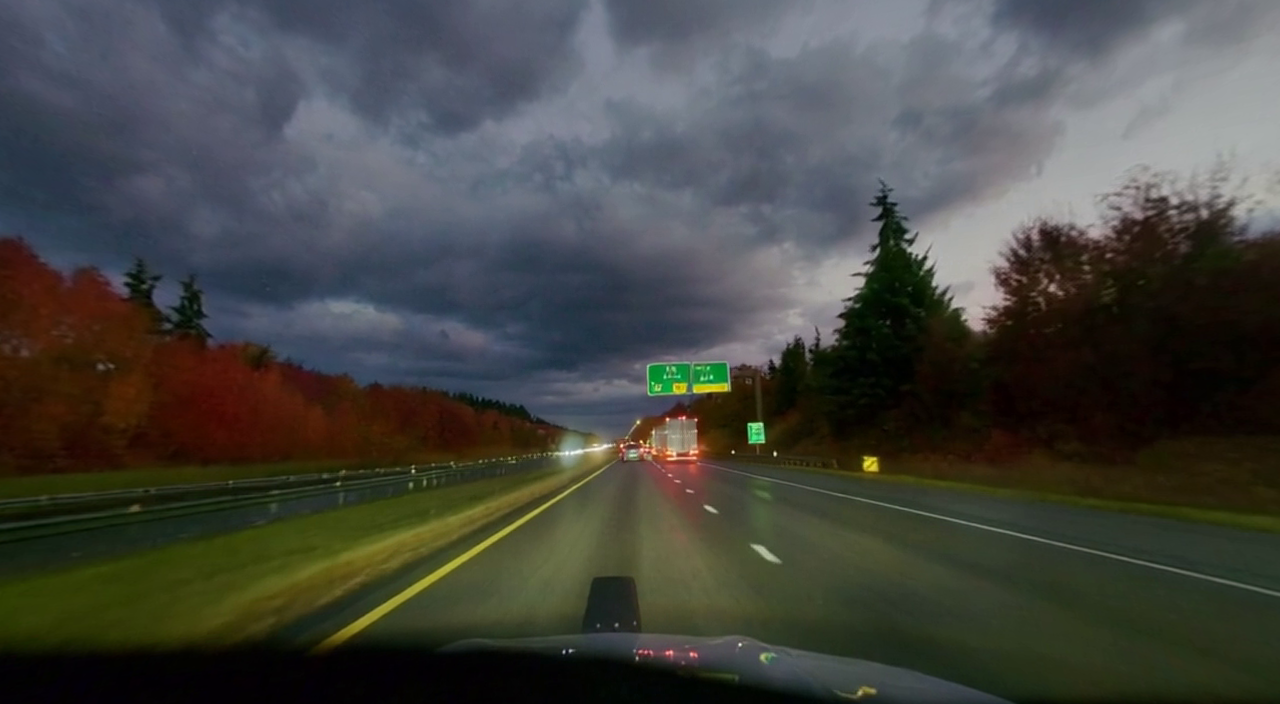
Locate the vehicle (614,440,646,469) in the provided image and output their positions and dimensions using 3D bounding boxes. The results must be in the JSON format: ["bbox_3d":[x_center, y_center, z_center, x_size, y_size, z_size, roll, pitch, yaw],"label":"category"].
[{"bbox_3d":[-0.682,7.129,43.754,2.156,1.886,4.334,0,-9,0],"label":"vehicle"}]
